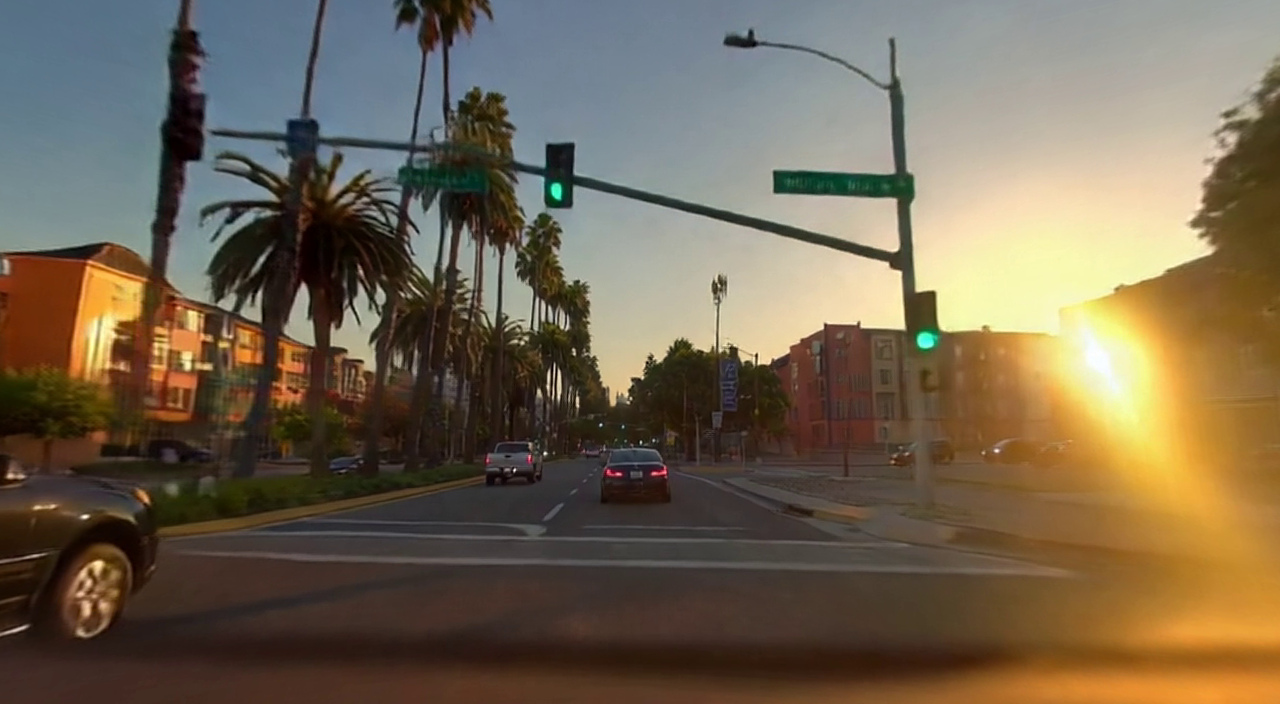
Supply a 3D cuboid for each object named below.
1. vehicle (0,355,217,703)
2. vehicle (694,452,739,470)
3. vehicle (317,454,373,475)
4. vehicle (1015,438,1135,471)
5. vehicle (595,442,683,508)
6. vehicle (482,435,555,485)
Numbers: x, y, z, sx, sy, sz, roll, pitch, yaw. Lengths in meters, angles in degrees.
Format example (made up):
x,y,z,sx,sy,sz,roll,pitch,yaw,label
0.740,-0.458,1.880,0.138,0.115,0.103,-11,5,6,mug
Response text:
x,y,z,sx,sy,sz,roll,pitch,yaw,label
-4.540,0.783,2.060,2.187,1.904,6.103,0,-9,-2,vehicle
5.597,7.913,45.665,2.949,1.209,3.070,-2,-9,13,vehicle
-22.939,8.745,49.038,1.982,1.482,4.643,-1,-9,1,vehicle
26.409,6.210,38.280,5.602,1.903,2.128,-1,-9,1,vehicle
-0.100,3.274,17.228,2.122,1.562,4.152,0,-9,-2,vehicle
-5.489,4.983,29.297,2.447,2.062,5.911,0,-9,-2,vehicle
